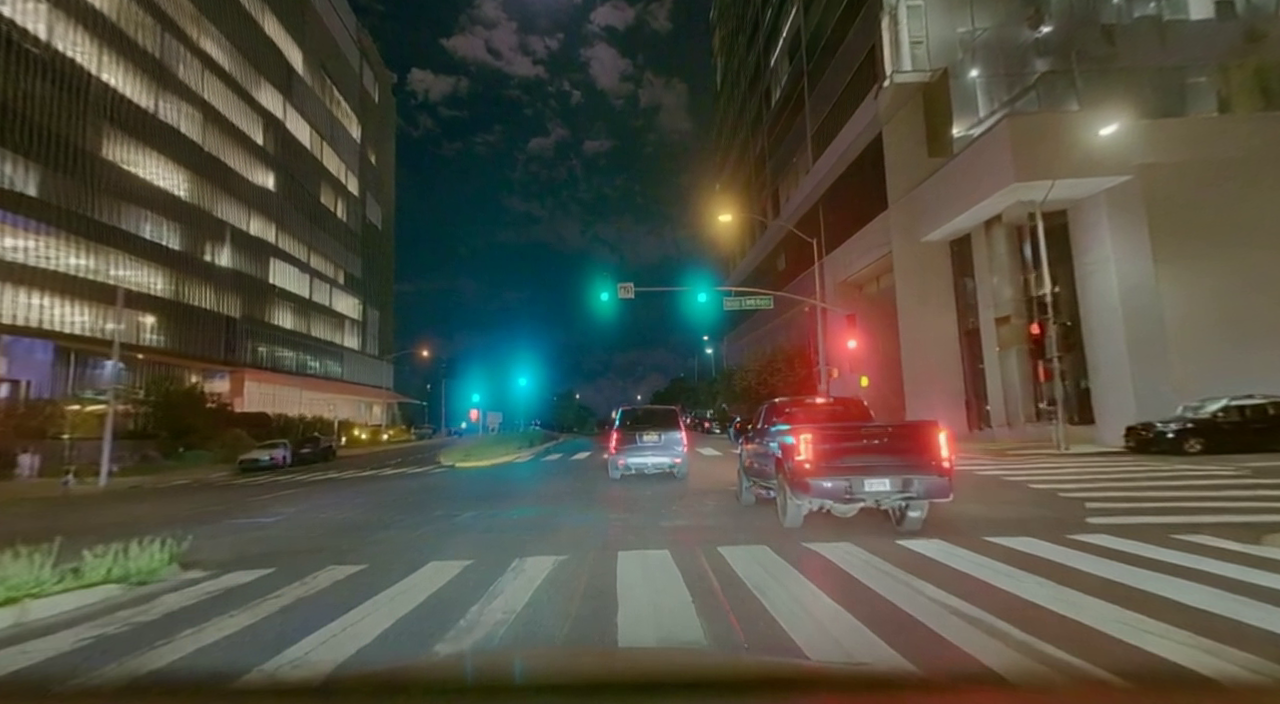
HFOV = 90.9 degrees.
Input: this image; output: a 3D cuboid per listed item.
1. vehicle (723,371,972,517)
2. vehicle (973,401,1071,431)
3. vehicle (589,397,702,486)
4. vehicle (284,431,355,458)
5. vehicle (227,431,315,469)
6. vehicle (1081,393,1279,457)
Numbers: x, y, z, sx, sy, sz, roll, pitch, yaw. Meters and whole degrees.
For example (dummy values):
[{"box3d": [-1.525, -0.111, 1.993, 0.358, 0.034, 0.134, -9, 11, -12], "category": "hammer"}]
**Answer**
[{"box3d": [3.351, 1.714, 12.149, 2.487, 2.048, 6.443, 0, -8, -1], "category": "vehicle"}, {"box3d": [20.392, 3.440, 33.772, 4.031, 1.436, 1.699, -1, -8, 1], "category": "vehicle"}, {"box3d": [0.062, 2.123, 14.911, 2.283, 1.773, 4.255, 0, -9, -1], "category": "vehicle"}, {"box3d": [-19.708, 5.762, 39.019, 1.871, 1.546, 4.792, 0, -9, 0], "category": "vehicle"}, {"box3d": [-19.627, 5.246, 33.830, 2.060, 1.867, 4.626, 0, -9, -2], "category": "vehicle"}, {"box3d": [14.264, 1.862, 15.780, 4.872, 1.472, 2.136, 0, -9, -2], "category": "vehicle"}]
